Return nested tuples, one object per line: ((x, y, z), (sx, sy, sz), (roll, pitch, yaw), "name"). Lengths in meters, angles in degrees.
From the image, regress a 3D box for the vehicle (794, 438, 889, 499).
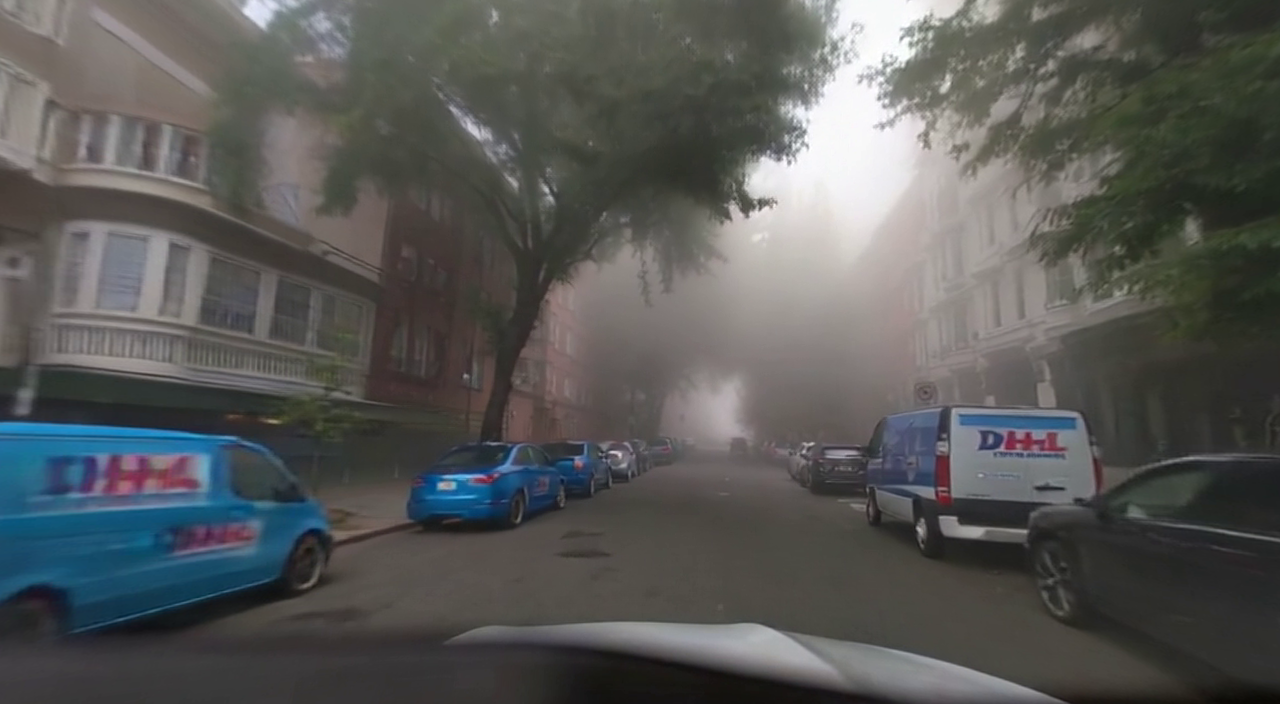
((5.694, 3.277, 18.249), (1.896, 1.549, 3.845), (-1, -8, 7), "vehicle")

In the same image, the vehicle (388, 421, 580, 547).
((-2.362, 2.026, 10.691), (1.867, 1.519, 3.920), (1, -4, 6), "vehicle")

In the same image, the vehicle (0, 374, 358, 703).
((-3.552, 1.073, 3.988), (1.875, 1.564, 2.982), (-2, -8, 7), "vehicle")

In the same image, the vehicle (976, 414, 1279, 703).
((3.984, 1.164, 3.786), (1.834, 1.508, 4.743), (-1, -8, 7), "vehicle")
